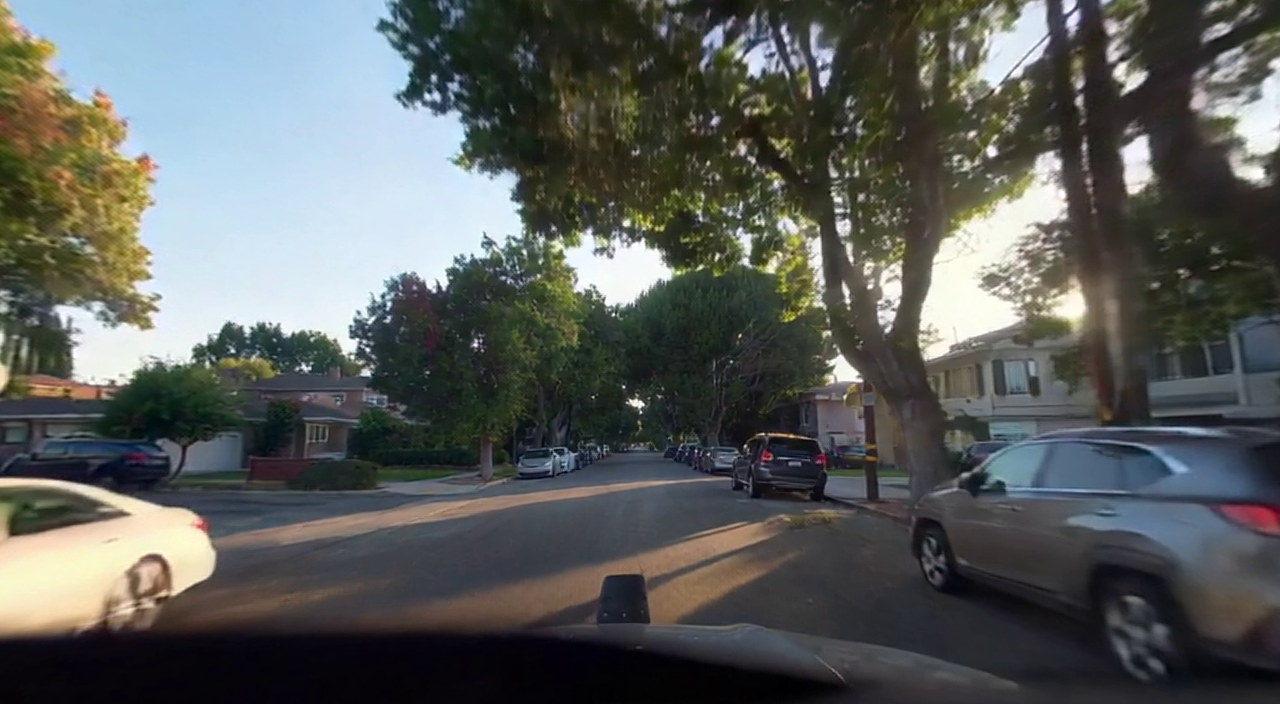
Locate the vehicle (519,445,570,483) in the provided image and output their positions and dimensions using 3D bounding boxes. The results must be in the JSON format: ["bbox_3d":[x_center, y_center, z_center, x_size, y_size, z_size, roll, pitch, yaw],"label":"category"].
[{"bbox_3d":[-4.440,5.236,29.678,1.870,1.562,4.212,-1,-8,-2],"label":"vehicle"}]

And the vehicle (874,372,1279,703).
[{"bbox_3d":[3.894,1.352,5.206,2.077,1.788,4.480,2,-9,-2],"label":"vehicle"}]

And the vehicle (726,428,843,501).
[{"bbox_3d":[4.128,3.340,19.053,2.215,1.897,5.131,0,-9,-1],"label":"vehicle"}]

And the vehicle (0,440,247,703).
[{"bbox_3d":[-4.505,1.314,3.390,1.934,1.547,4.400,-1,-7,0],"label":"vehicle"}]
